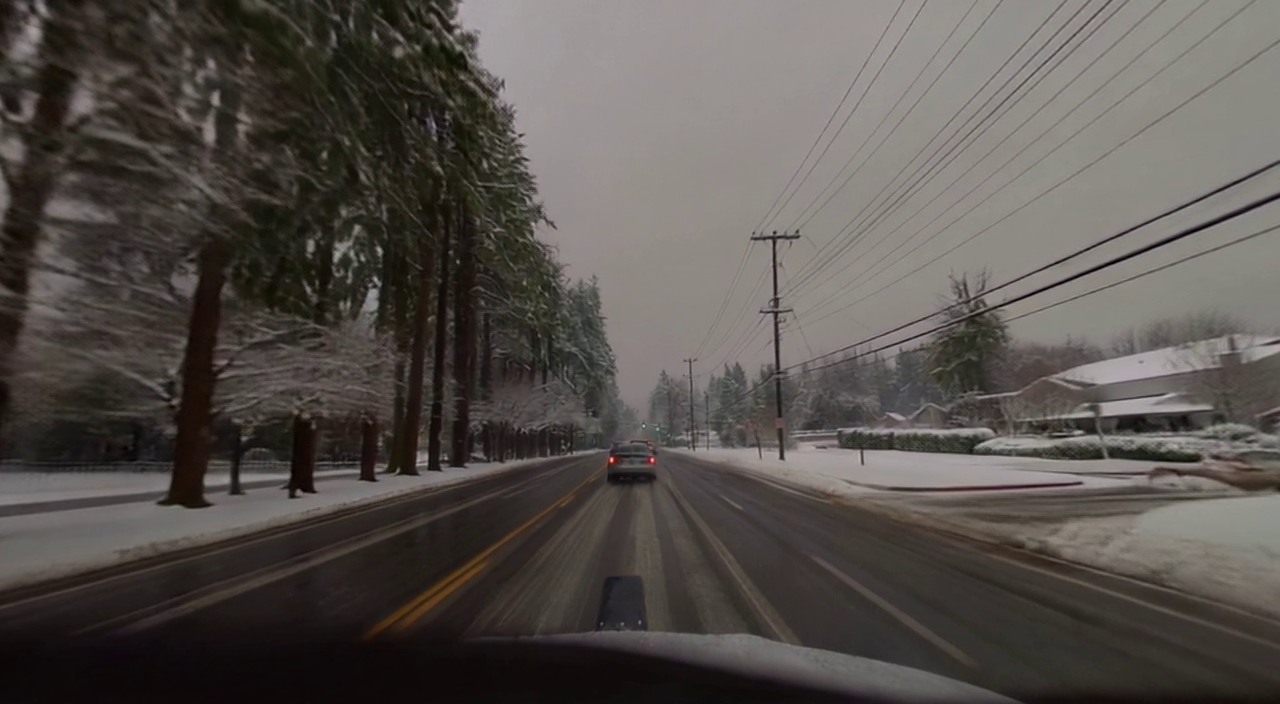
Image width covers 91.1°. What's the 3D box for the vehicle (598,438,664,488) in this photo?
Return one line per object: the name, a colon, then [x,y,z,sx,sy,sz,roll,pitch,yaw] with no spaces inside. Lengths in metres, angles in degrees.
vehicle: [-0.263,3.642,20.926,1.991,1.463,3.988,0,-8,0]
